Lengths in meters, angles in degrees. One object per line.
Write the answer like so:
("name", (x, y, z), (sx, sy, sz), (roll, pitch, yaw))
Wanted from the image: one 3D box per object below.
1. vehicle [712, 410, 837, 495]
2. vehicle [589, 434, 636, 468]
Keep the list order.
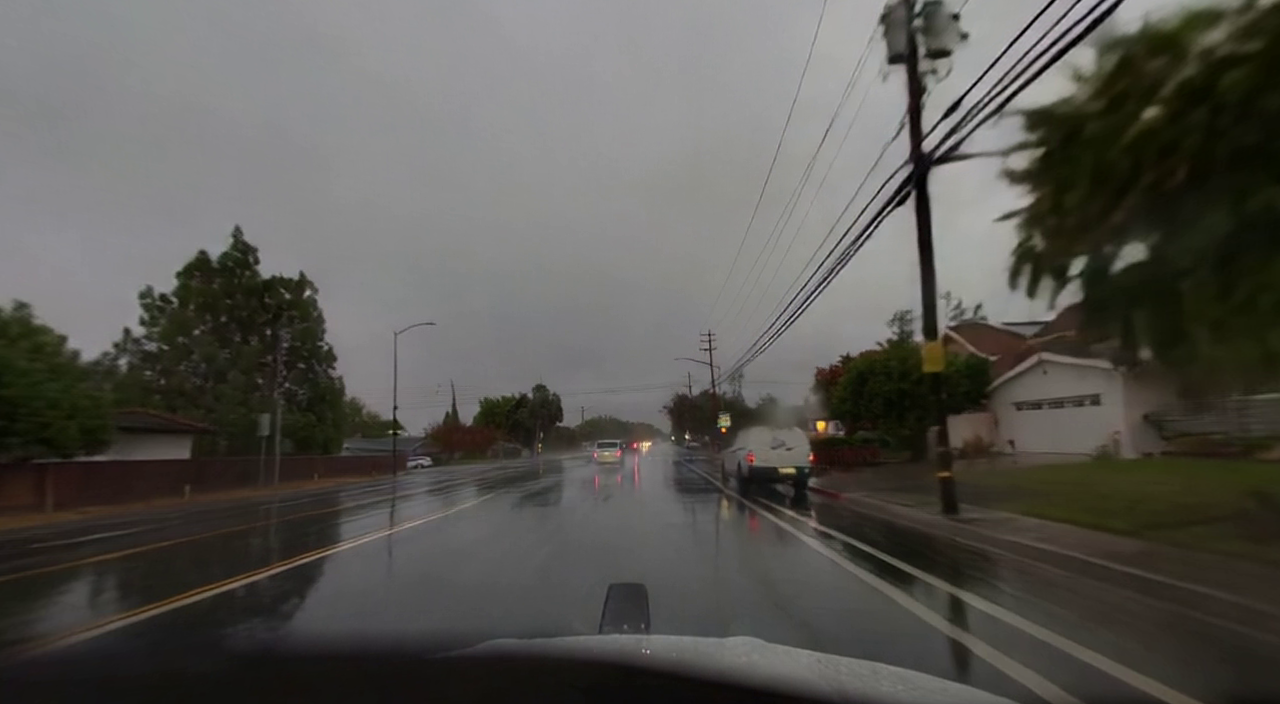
("vehicle", (3.917, 3.113, 19.788), (2.622, 2.137, 6.267), (2, -9, 1))
("vehicle", (-1.554, 5.871, 37.593), (2.327, 1.861, 4.941), (-1, -9, 2))
